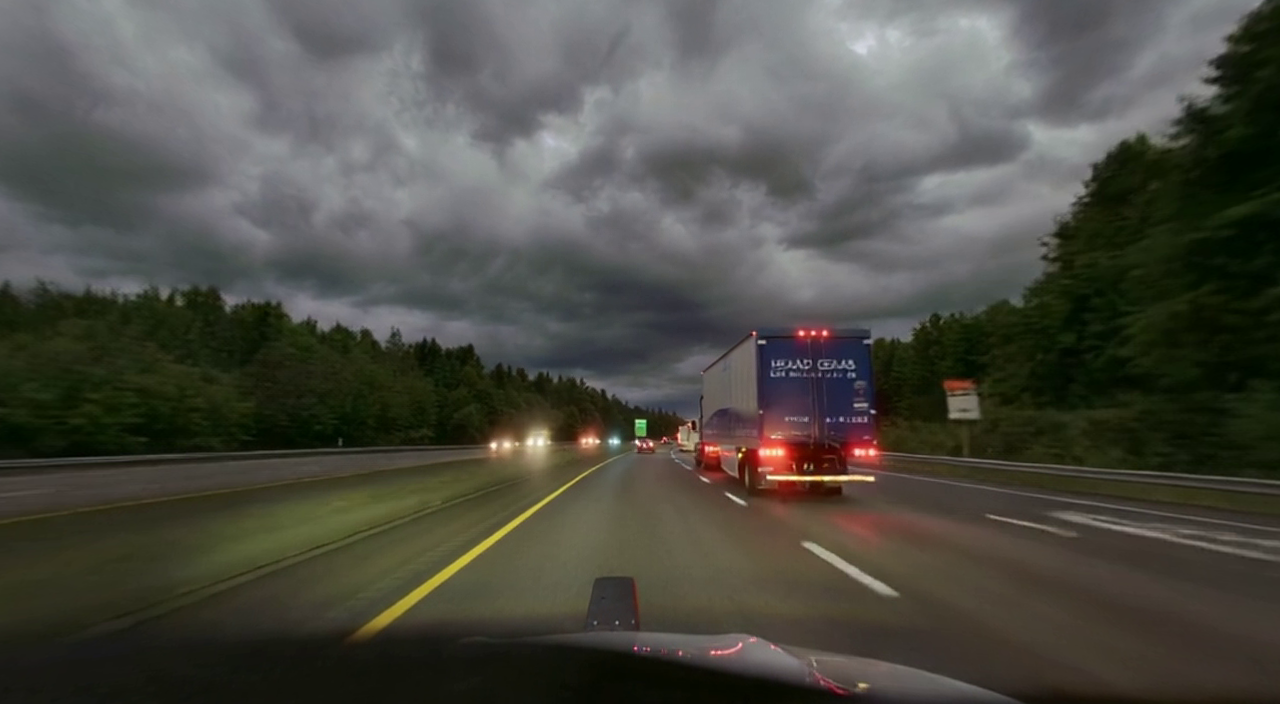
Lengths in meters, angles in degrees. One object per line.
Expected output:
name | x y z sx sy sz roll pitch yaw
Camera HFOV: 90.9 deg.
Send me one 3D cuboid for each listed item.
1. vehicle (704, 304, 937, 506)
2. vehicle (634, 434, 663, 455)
vehicle | 4.314 1.934 19.634 3.171 4.072 13.784 0 -7 0
vehicle | 0.636 7.251 49.602 2.209 1.499 4.144 0 -7 0
